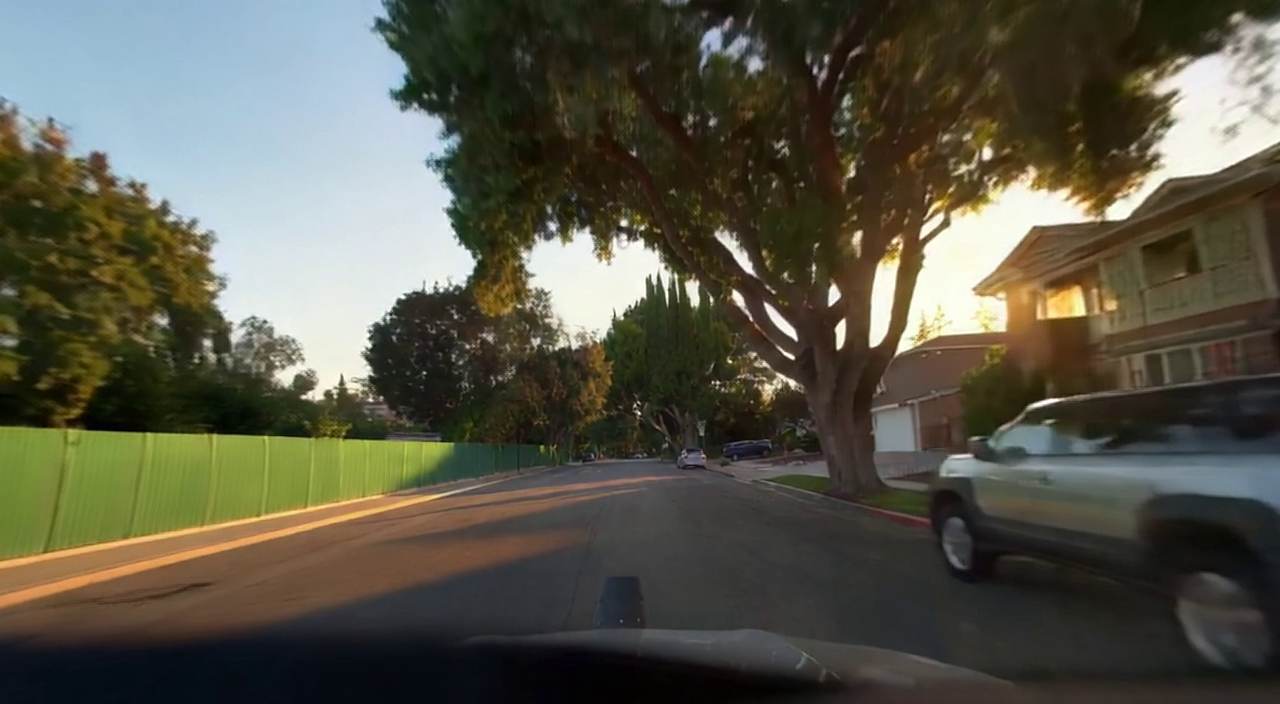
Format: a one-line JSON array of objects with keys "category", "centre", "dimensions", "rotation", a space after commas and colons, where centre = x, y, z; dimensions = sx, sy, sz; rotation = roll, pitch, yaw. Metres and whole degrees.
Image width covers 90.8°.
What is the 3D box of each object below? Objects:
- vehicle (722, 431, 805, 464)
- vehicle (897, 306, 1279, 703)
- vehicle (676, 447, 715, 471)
[{"category": "vehicle", "centre": [9.689, 7.573, 49.920], "dimensions": [5.935, 1.911, 2.236], "rotation": [-6, -9, 0]}, {"category": "vehicle", "centre": [4.094, 1.086, 5.052], "dimensions": [2.220, 2.045, 4.139], "rotation": [0, -8, -1]}, {"category": "vehicle", "centre": [3.776, 7.393, 43.899], "dimensions": [2.051, 1.524, 5.047], "rotation": [0, -8, -2]}]
